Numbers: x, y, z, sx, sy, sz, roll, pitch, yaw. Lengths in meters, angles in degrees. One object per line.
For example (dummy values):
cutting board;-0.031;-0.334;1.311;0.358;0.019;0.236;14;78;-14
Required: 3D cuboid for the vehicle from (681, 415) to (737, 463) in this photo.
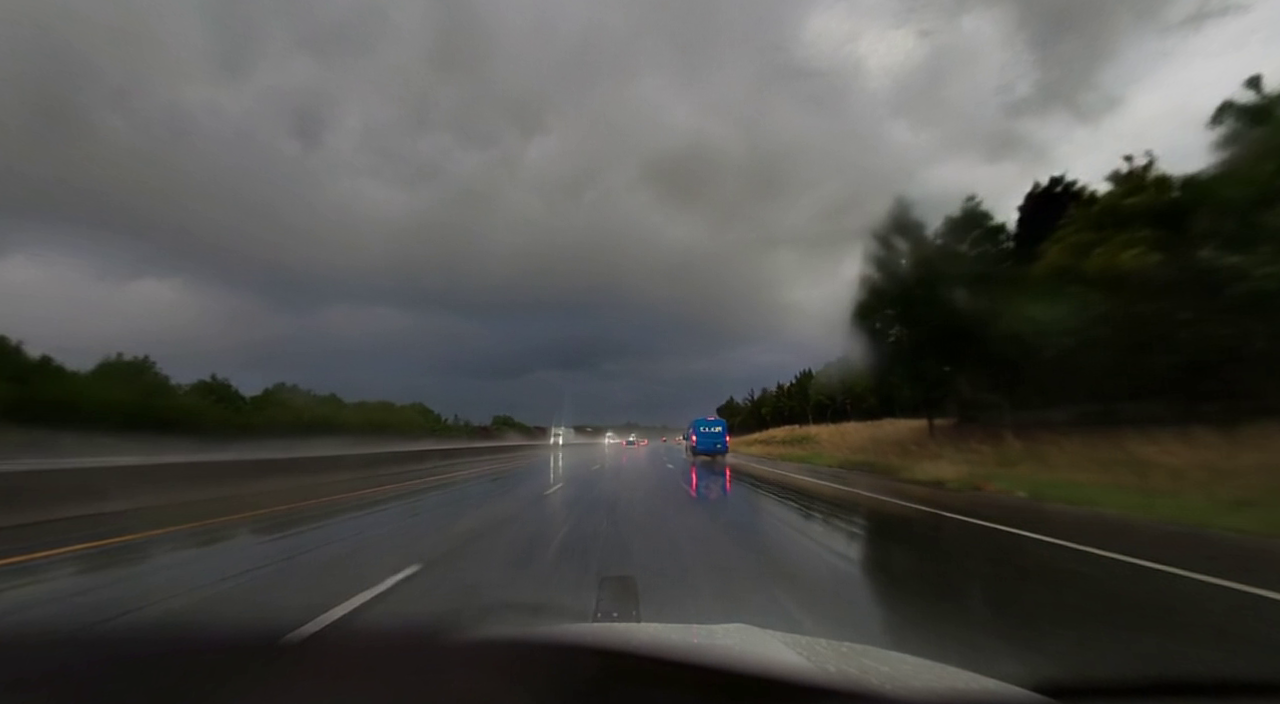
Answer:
vehicle;3.899;5.096;36.794;2.485;2.562;5.535;0;-8;-1
